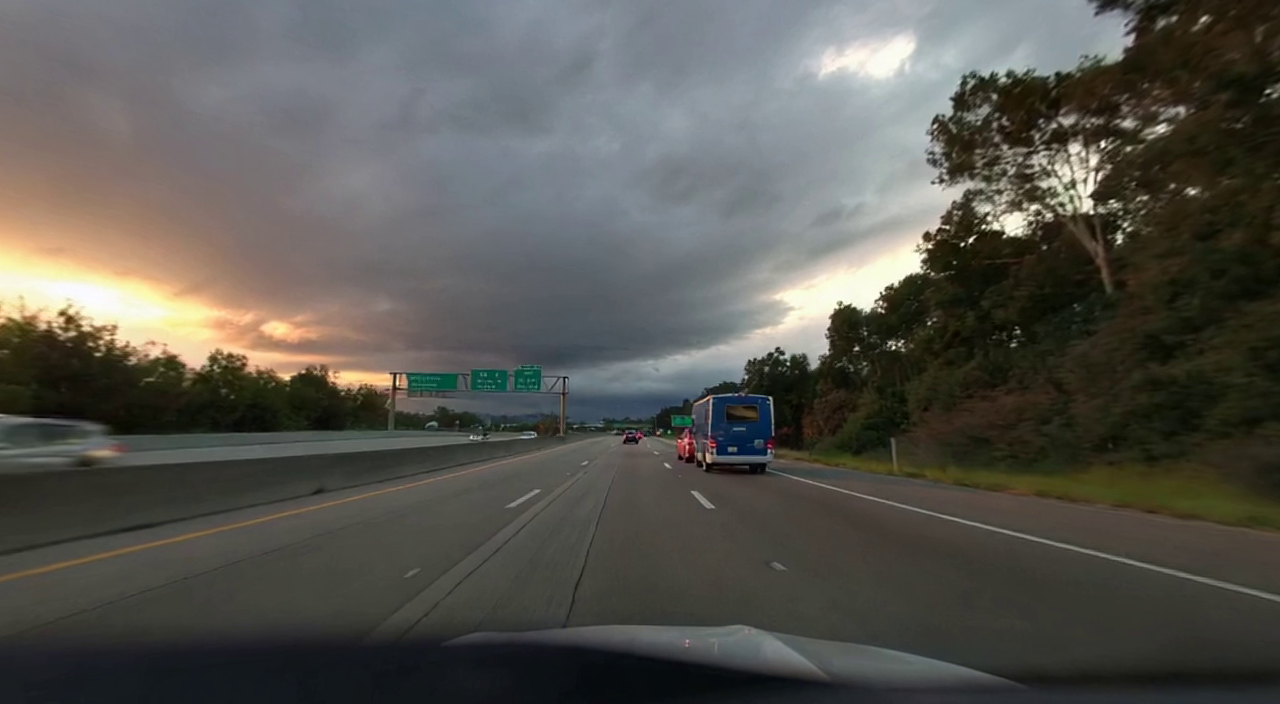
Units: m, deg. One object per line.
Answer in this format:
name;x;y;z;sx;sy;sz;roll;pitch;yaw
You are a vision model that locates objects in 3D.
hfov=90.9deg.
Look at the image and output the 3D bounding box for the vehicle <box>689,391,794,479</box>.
vehicle;3.303;2.893;21.990;2.590;2.680;5.445;0;-8;-2
